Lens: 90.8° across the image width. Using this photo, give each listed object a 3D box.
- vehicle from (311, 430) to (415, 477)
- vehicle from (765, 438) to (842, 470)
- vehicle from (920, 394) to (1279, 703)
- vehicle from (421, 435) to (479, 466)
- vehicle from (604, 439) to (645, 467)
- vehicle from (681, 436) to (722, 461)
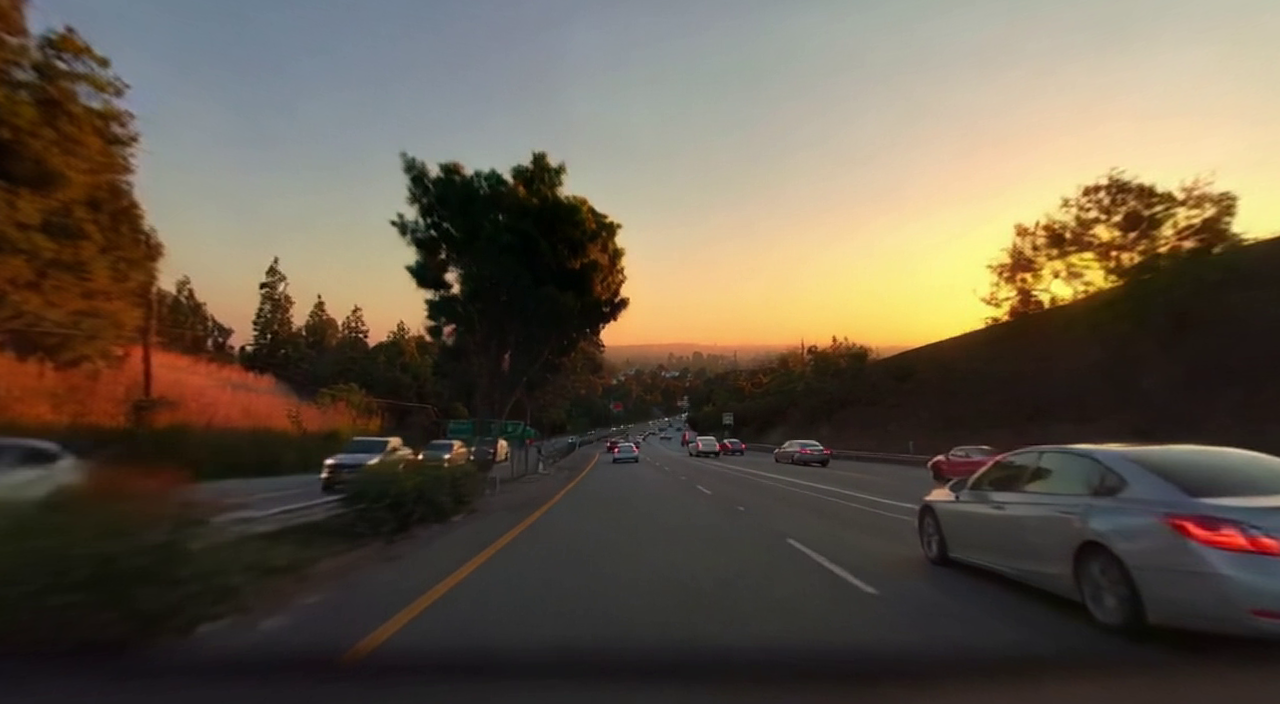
[{"bbox_3d":[-10.510,3.904,24.421,2.113,1.629,4.629,1,-8,-3],"label":"vehicle"},{"bbox_3d":[8.270,5.245,32.542,2.196,1.494,4.735,1,-9,-7],"label":"vehicle"},{"bbox_3d":[3.729,1.092,3.783,1.972,1.488,4.335,1,-9,-2],"label":"vehicle"},{"bbox_3d":[-10.953,5.705,36.796,2.174,1.654,4.680,1,-9,-3],"label":"vehicle"},{"bbox_3d":[-0.967,5.820,36.472,2.090,1.510,4.280,1,-9,-5],"label":"vehicle"},{"bbox_3d":[4.221,6.782,44.266,2.094,1.652,3.955,1,-9,-6],"label":"vehicle"}]
